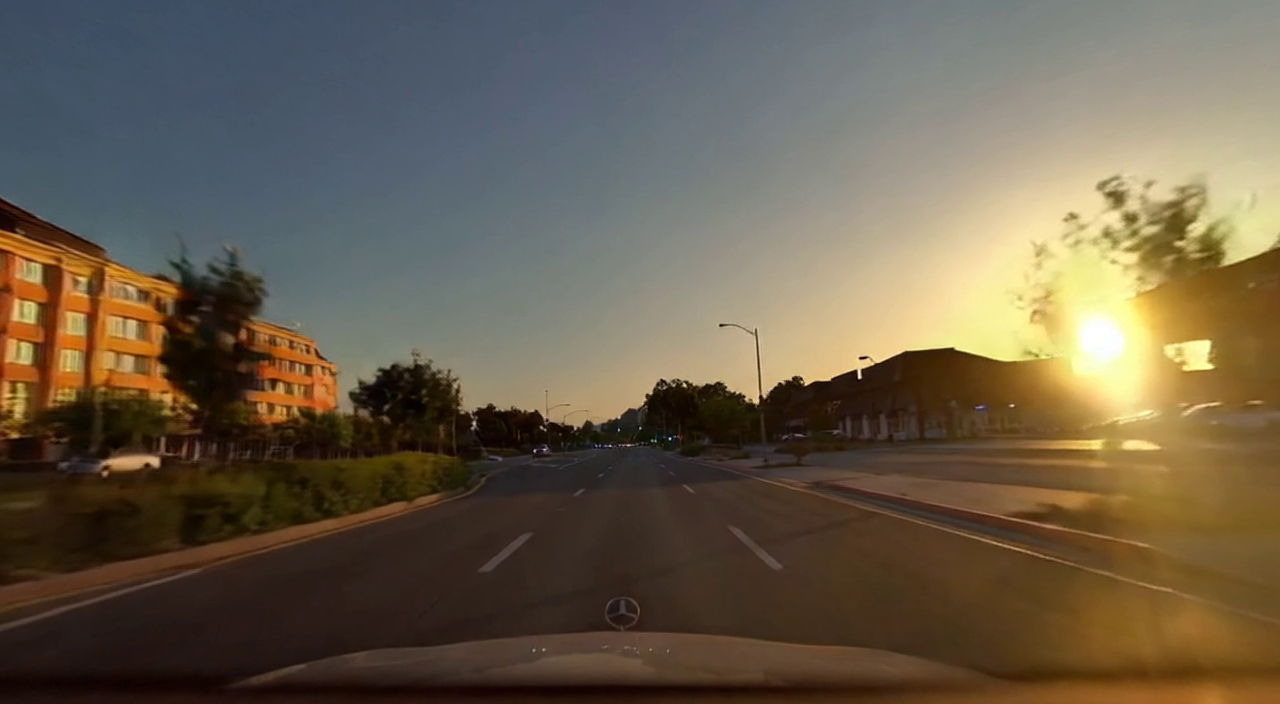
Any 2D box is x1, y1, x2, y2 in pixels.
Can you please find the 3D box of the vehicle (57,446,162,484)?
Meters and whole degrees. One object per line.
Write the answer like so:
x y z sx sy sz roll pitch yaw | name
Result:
-28.337 5.994 33.950 1.987 1.872 4.150 0 -8 1 | vehicle
